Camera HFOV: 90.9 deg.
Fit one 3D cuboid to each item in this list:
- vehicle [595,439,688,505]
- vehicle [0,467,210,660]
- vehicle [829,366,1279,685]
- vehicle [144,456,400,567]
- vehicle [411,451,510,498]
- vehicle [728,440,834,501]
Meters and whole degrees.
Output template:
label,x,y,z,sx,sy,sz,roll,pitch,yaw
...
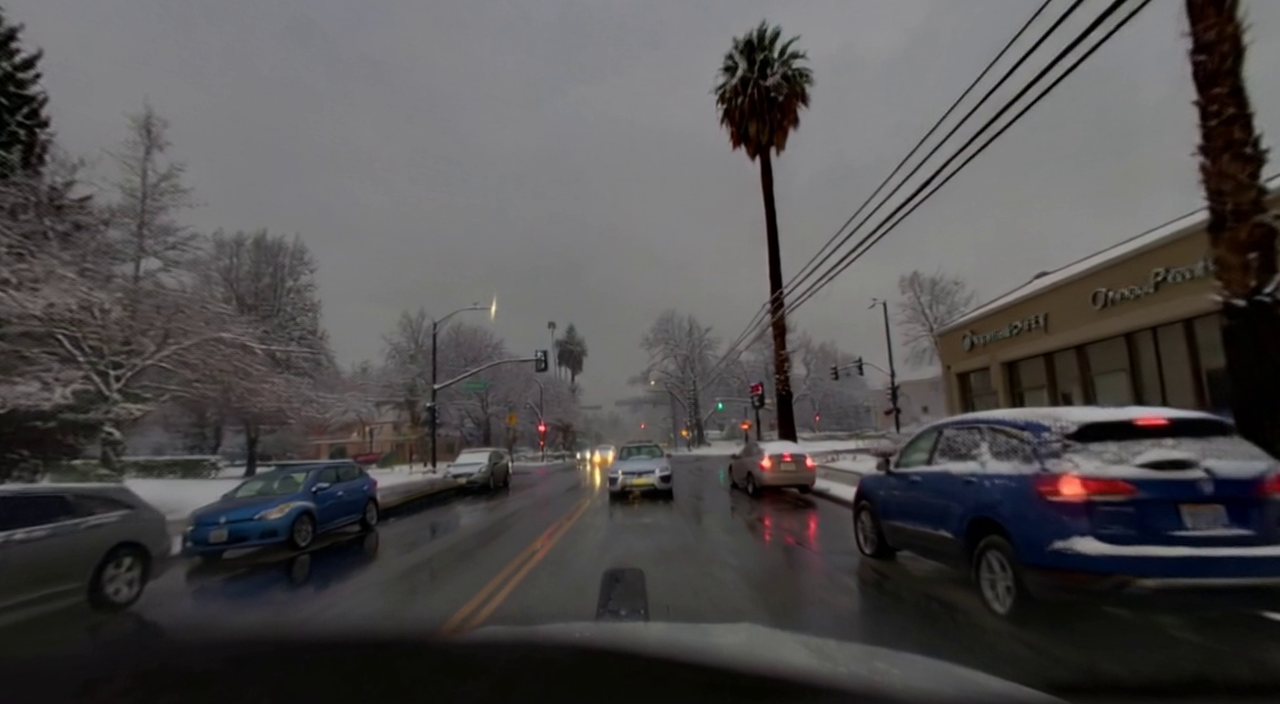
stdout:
label,x,y,z,sx,sy,sz,roll,pitch,yaw
vehicle,0.023,2.968,16.075,2.060,1.452,4.078,0,-9,0
vehicle,-6.148,1.768,5.145,1.874,1.472,4.668,0,-8,2
vehicle,3.671,1.349,6.198,2.099,1.786,5.198,0,-9,1
vehicle,-6.139,2.659,11.318,1.850,1.482,4.454,0,-8,1
vehicle,-6.301,4.325,22.767,2.105,1.469,4.693,0,-9,1
vehicle,3.644,3.140,17.191,1.821,1.417,4.454,0,-9,0
